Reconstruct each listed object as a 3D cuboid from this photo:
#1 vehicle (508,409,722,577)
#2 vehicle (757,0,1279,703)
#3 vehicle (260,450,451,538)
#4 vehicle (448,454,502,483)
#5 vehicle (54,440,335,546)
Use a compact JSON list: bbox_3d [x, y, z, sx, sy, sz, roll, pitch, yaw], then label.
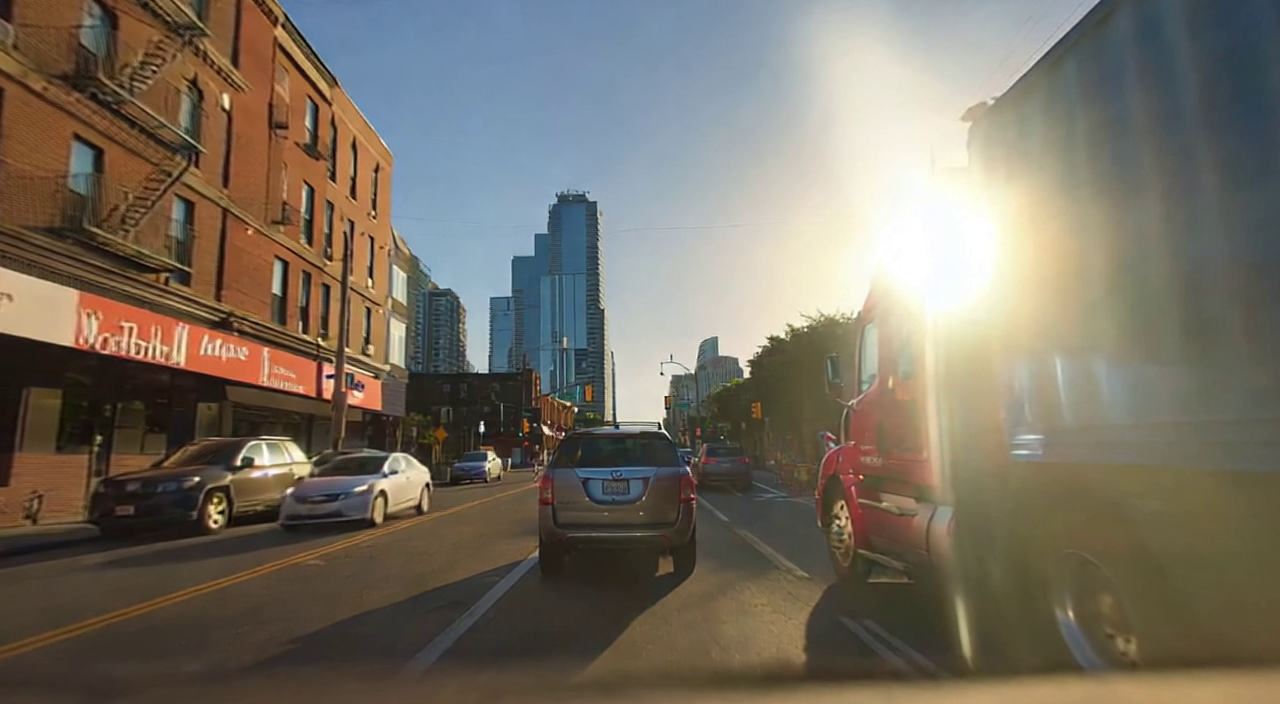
[{"bbox_3d":[-0.255,1.861,9.130,2.283,1.783,4.548,0,-9,0],"label":"vehicle"},{"bbox_3d":[2.917,0.004,2.672,2.913,3.771,9.716,0,-9,0],"label":"vehicle"},{"bbox_3d":[-5.635,2.815,13.267,1.997,1.467,4.373,-1,-9,0],"label":"vehicle"},{"bbox_3d":[-8.715,6.187,33.719,1.805,1.379,4.359,0,-9,-1],"label":"vehicle"},{"bbox_3d":[-8.835,2.791,13.364,2.065,1.758,5.144,-1,-9,2],"label":"vehicle"}]
